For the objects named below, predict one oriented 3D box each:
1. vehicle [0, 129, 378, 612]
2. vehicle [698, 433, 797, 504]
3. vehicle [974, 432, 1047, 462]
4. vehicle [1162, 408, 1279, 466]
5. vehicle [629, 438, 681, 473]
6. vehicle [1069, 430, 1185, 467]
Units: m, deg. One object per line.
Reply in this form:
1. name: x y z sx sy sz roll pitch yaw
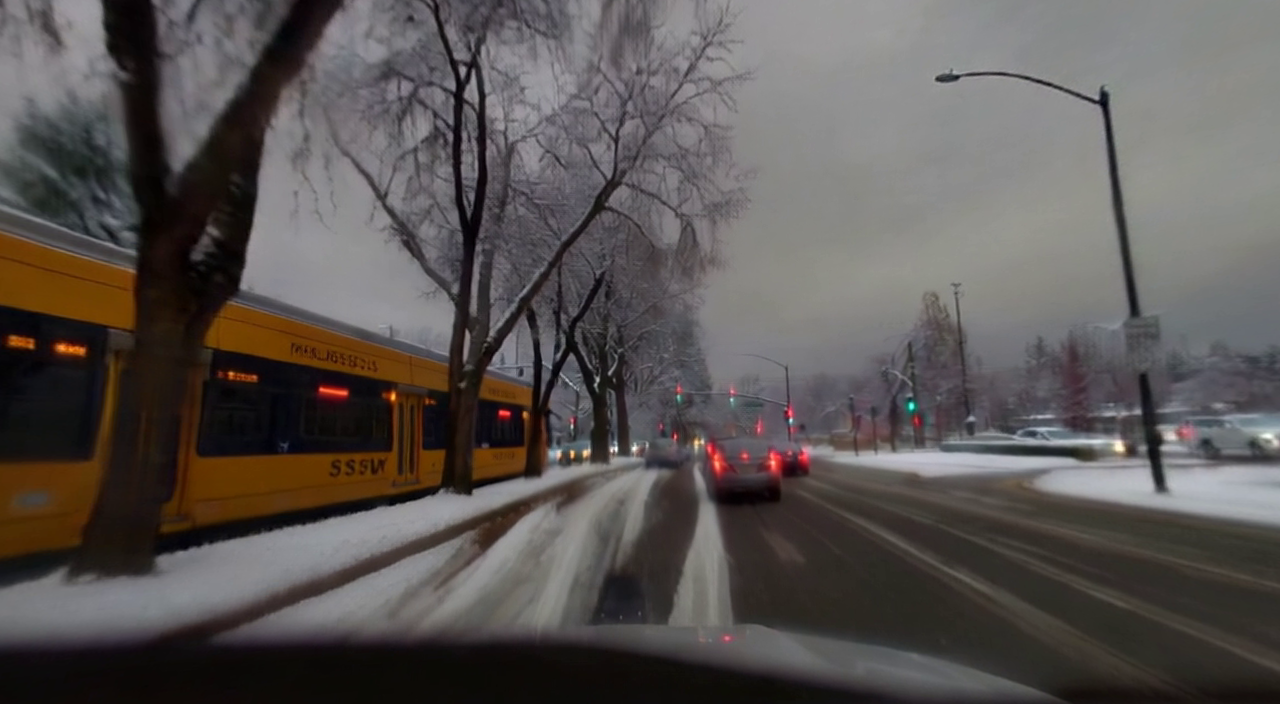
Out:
1. vehicle: -6.480 0.013 3.883 2.897 3.700 13.528 -1 -7 5
2. vehicle: 2.476 2.794 15.640 2.002 1.471 4.337 0 -8 4
3. vehicle: 20.247 5.199 34.738 1.831 1.545 3.872 0 -8 4
4. vehicle: 23.958 3.244 24.061 5.654 2.107 2.513 -1 -8 6
5. vehicle: 0.776 4.731 29.095 2.118 1.478 4.076 -1 -8 5
6. vehicle: 21.996 4.339 28.821 1.825 1.462 4.764 -3 -8 6
